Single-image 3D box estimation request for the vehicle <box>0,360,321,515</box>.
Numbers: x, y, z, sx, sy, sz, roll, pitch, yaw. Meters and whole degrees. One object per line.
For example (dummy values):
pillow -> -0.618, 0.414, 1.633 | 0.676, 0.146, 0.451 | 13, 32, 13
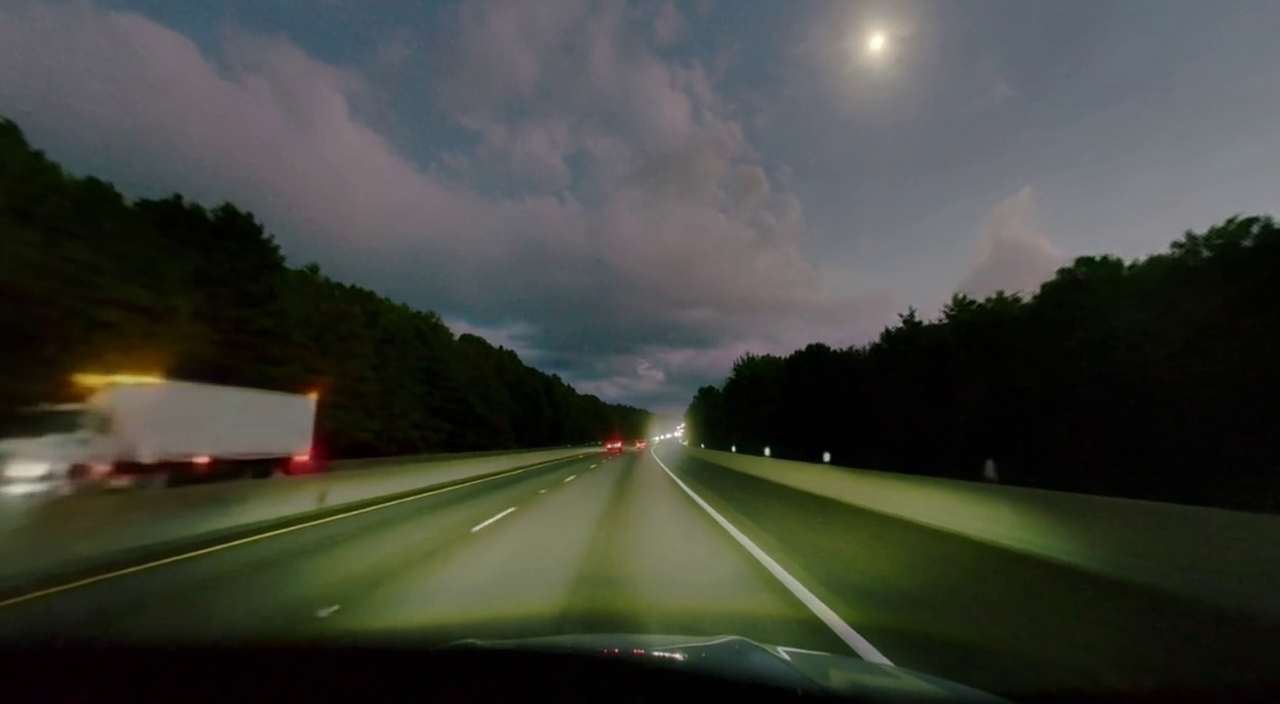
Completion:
vehicle -> -17.616, 3.339, 24.349 | 3.072, 4.202, 14.354 | 0, -8, 0
